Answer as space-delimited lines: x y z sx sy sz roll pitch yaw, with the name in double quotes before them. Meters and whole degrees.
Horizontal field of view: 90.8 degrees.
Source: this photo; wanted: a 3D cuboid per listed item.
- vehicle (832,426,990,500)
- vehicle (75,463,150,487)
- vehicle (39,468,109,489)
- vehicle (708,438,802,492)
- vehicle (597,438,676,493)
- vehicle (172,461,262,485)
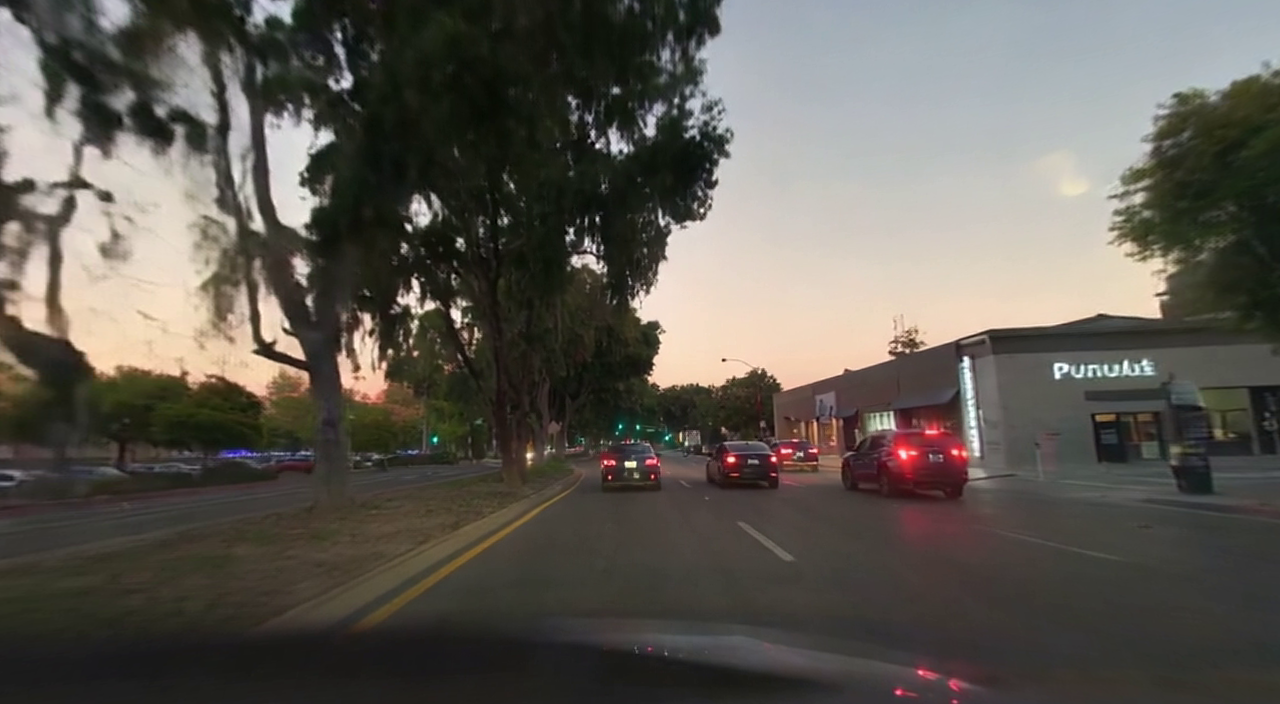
"vehicle" 7.070 2.957 17.208 2.052 1.708 4.842 0 -9 -1
"vehicle" -41.124 9.607 49.407 1.864 1.585 4.629 -2 -8 0
"vehicle" -43.932 9.811 49.146 1.926 1.430 3.780 0 -9 -1
"vehicle" 3.403 3.428 19.520 1.993 1.477 4.240 0 -9 -2
"vehicle" -0.175 3.347 18.967 2.101 1.444 4.248 0 -9 -2
"vehicle" -28.230 8.076 42.283 4.693 1.499 1.838 0 -9 0
